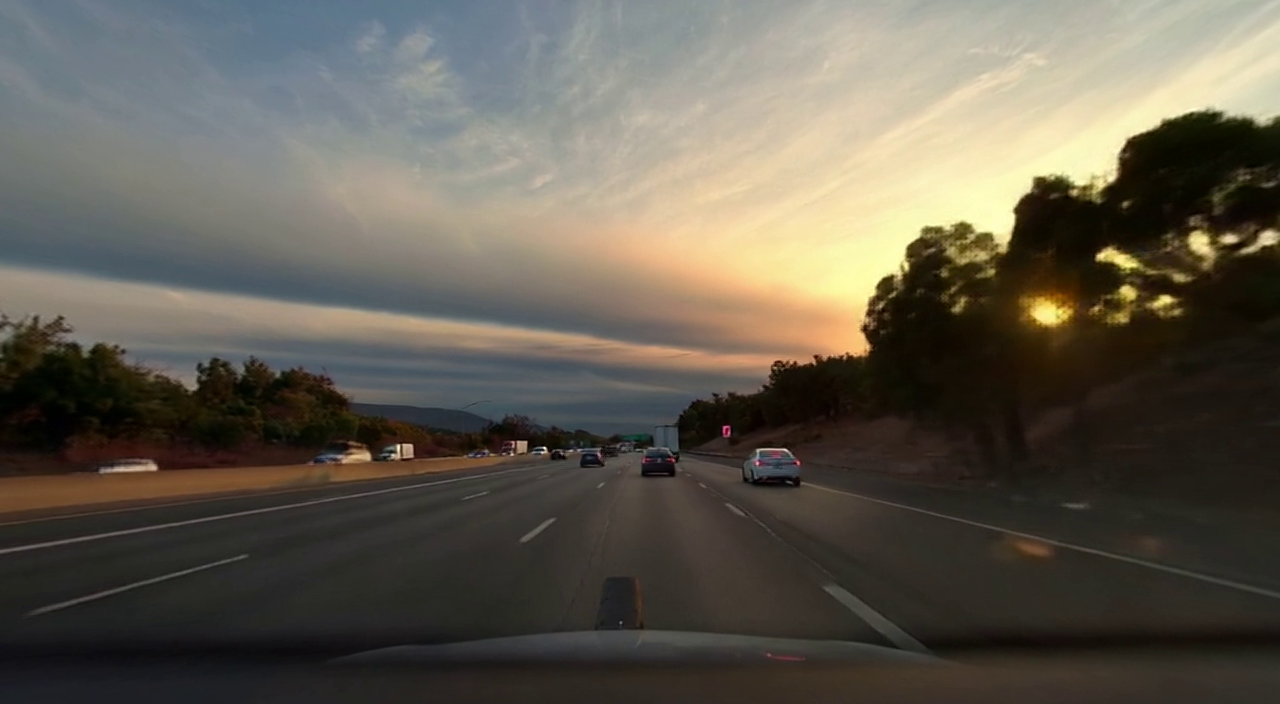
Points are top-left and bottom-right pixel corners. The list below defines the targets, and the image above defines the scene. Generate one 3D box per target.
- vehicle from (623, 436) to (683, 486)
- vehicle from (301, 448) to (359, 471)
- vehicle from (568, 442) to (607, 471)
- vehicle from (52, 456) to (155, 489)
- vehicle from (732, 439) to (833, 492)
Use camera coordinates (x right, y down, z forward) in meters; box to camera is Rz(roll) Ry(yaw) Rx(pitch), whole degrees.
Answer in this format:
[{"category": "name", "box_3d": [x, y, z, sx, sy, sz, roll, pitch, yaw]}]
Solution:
[{"category": "vehicle", "box_3d": [0.479, 4.158, 24.401, 2.103, 1.717, 4.399, 0, -9, 0]}, {"category": "vehicle", "box_3d": [-17.991, 6.220, 36.793, 1.569, 1.270, 3.349, -1, -9, 2]}, {"category": "vehicle", "box_3d": [-3.245, 6.593, 40.024, 1.988, 1.696, 4.754, 0, -8, 1]}, {"category": "vehicle", "box_3d": [-25.980, 5.813, 30.754, 1.813, 1.448, 3.521, 0, -9, 1]}, {"category": "vehicle", "box_3d": [4.382, 3.583, 20.307, 2.146, 1.482, 4.665, 0, -9, 0]}]
